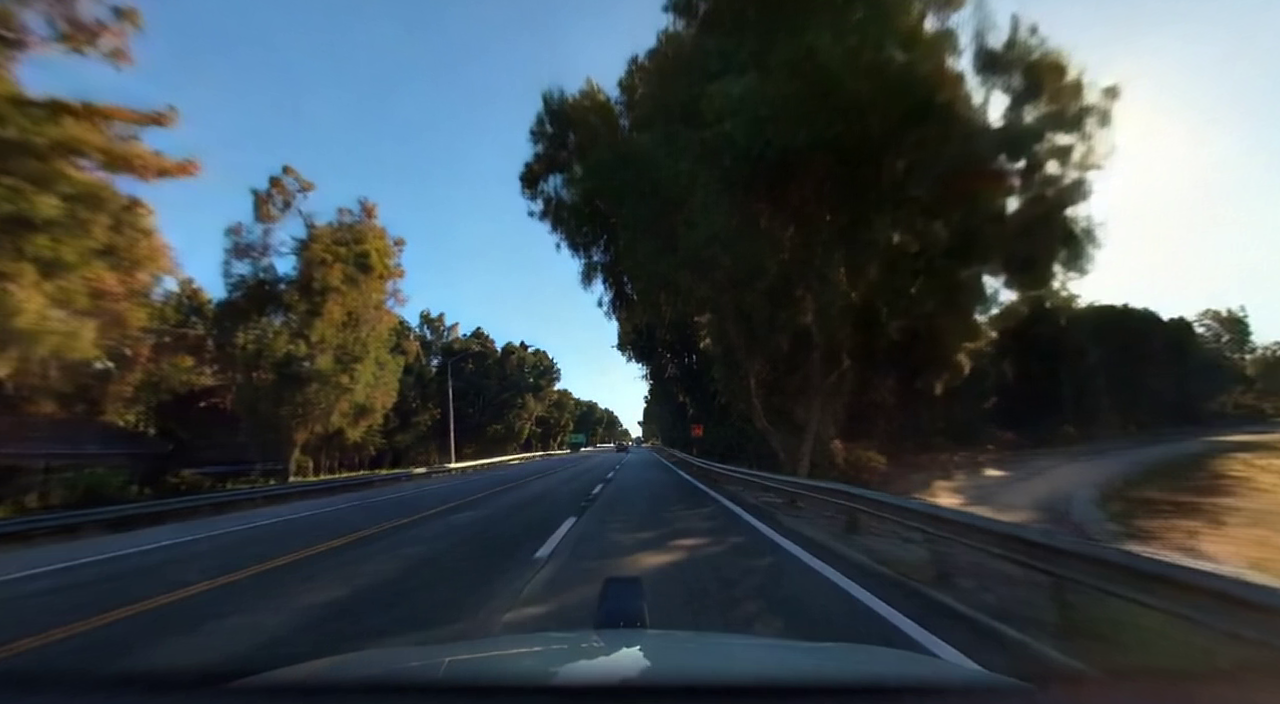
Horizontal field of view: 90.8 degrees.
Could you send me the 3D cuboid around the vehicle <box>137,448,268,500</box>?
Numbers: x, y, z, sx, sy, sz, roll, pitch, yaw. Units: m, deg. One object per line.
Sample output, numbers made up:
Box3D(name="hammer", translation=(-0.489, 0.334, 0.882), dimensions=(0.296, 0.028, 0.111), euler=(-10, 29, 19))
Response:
Box3D(name="vehicle", translation=(-20.561, 5.709, 29.822), dimensions=(4.655, 1.832, 2.227), euler=(-6, -7, 2))
